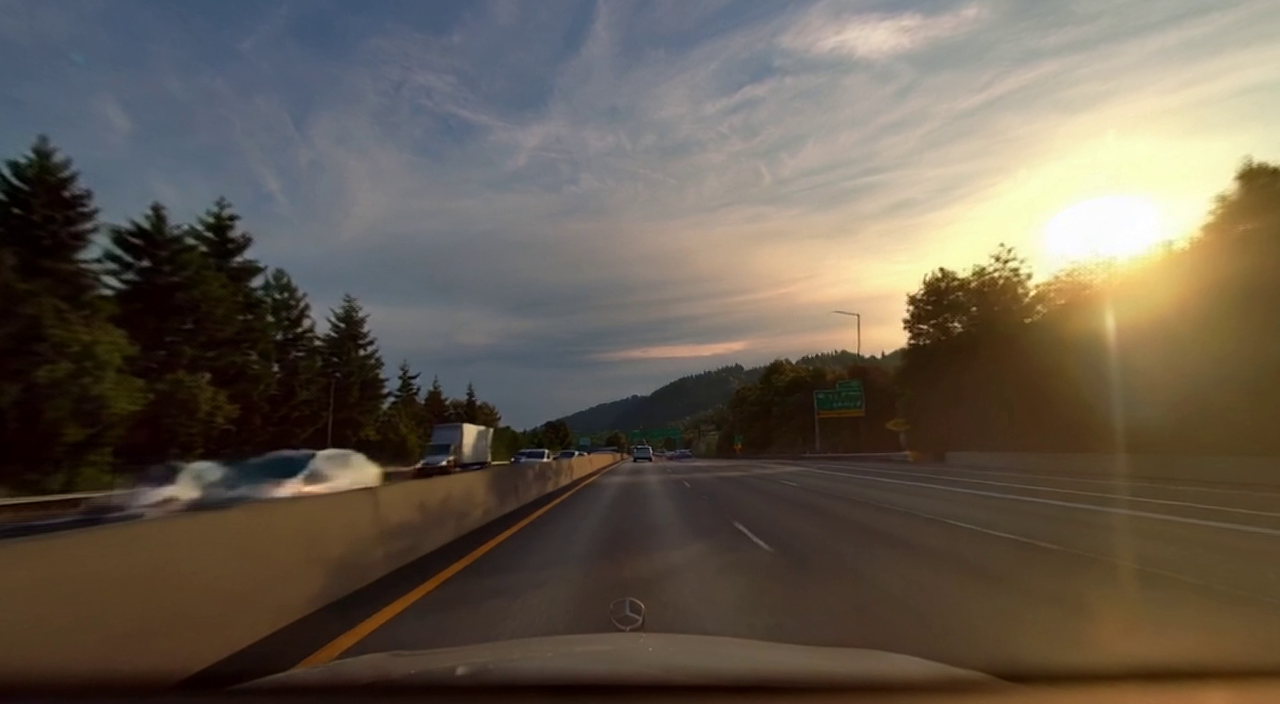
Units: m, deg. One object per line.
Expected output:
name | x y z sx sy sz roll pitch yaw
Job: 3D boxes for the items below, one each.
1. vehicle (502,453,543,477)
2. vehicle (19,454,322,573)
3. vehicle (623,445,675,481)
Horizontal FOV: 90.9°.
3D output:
vehicle | -8.066 7.777 43.695 1.920 1.533 4.730 0 -9 1
vehicle | -6.997 2.383 10.003 1.956 1.486 3.661 0 -9 0
vehicle | 0.380 5.031 28.798 2.177 1.520 4.278 0 -9 0
